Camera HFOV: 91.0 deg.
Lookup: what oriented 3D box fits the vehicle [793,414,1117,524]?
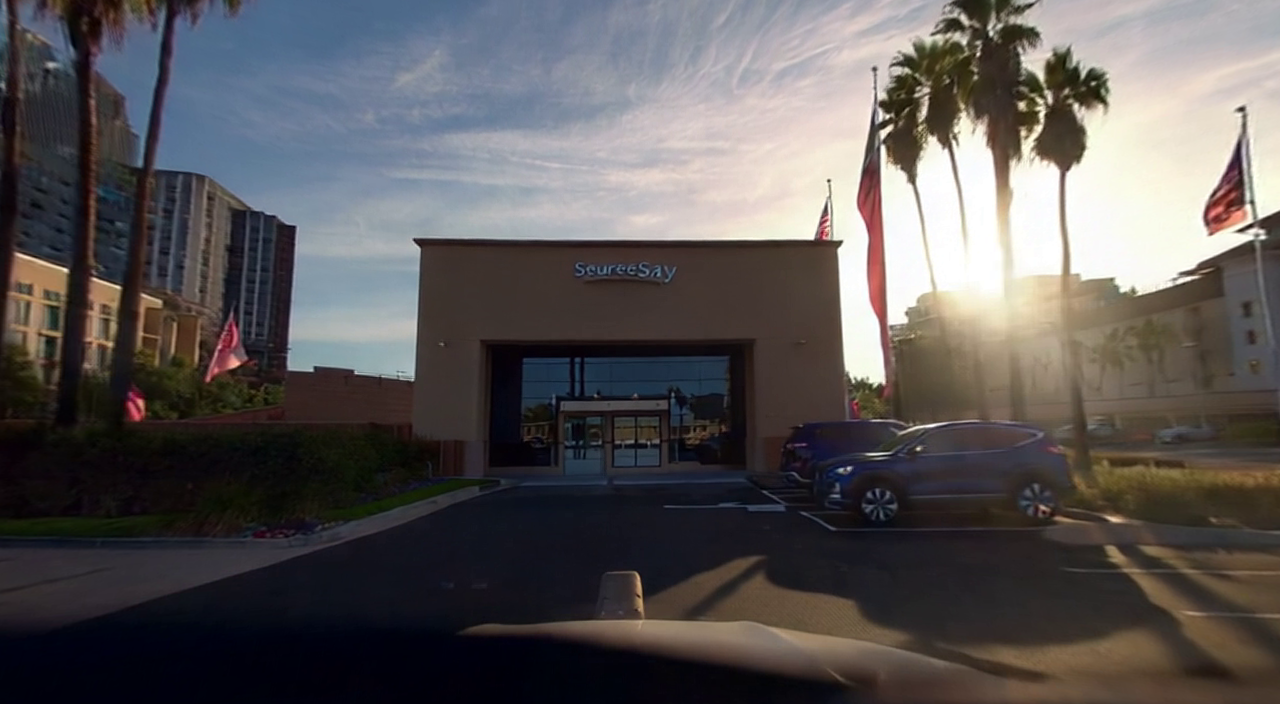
[{"bbox_3d":[5.218,2.001,11.009,4.567,1.723,1.926,0,-8,2],"label":"vehicle"}]

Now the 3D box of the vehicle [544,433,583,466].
[{"bbox_3d":[-5.401,6.892,44.876,1.943,1.890,4.472,3,-4,3],"label":"vehicle"}]
